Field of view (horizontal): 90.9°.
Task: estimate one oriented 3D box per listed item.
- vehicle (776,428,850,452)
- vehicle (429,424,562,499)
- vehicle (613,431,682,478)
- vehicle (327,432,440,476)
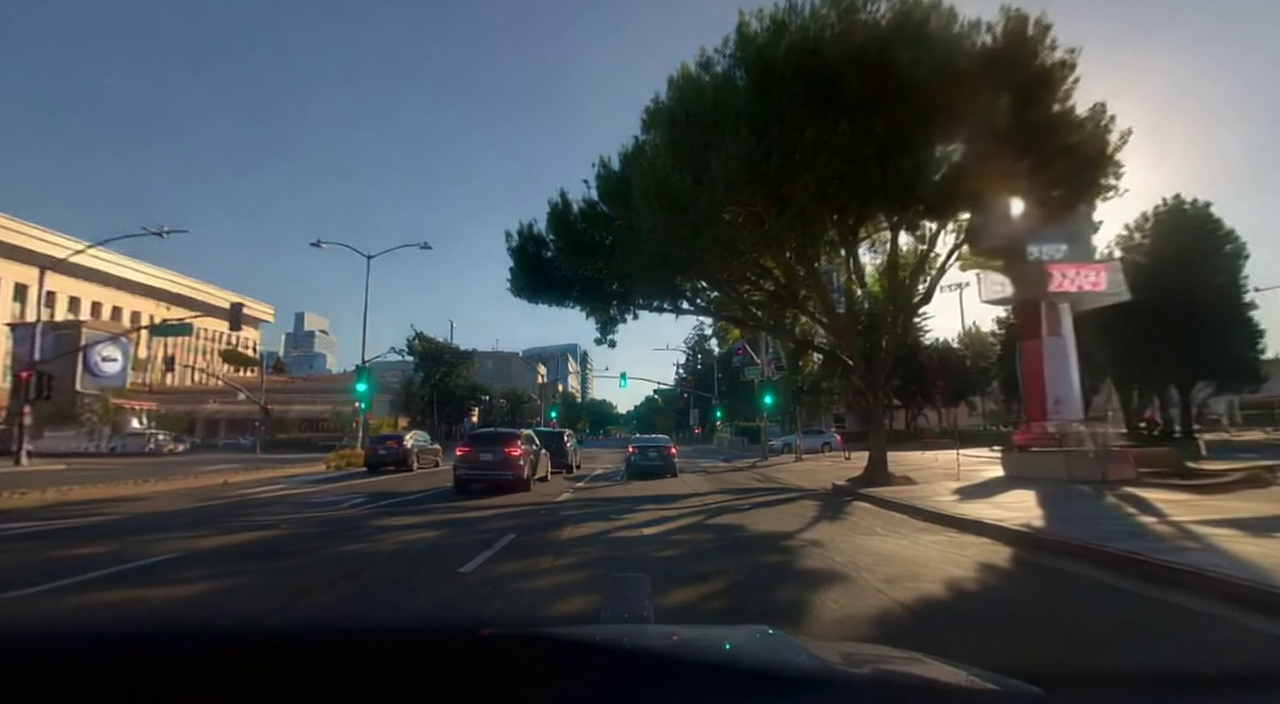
[{"bbox_3d":[13.133,6.722,48.057,5.032,1.762,1.982,0,-8,0],"label":"vehicle"},{"bbox_3d":[-3.255,2.584,15.213,2.029,1.517,4.375,0,-8,2],"label":"vehicle"},{"bbox_3d":[0.334,3.621,22.681,2.258,1.507,3.896,-1,-7,3],"label":"vehicle"},{"bbox_3d":[-9.469,3.818,23.745,2.096,1.474,4.585,-1,-8,3],"label":"vehicle"}]
